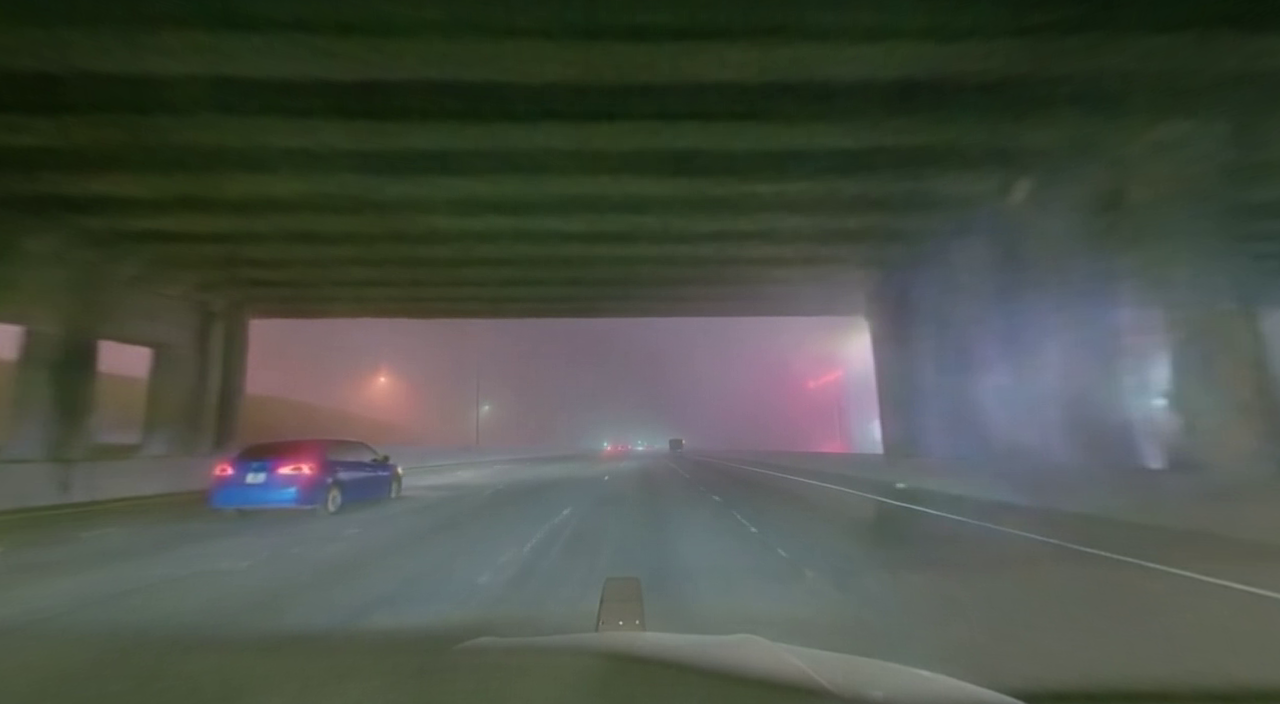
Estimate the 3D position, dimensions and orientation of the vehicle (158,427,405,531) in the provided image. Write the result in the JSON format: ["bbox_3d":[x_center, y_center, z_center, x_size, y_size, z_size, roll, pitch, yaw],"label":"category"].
[{"bbox_3d":[-6.153,2.212,11.608,1.990,1.529,4.288,0,-8,0],"label":"vehicle"}]
